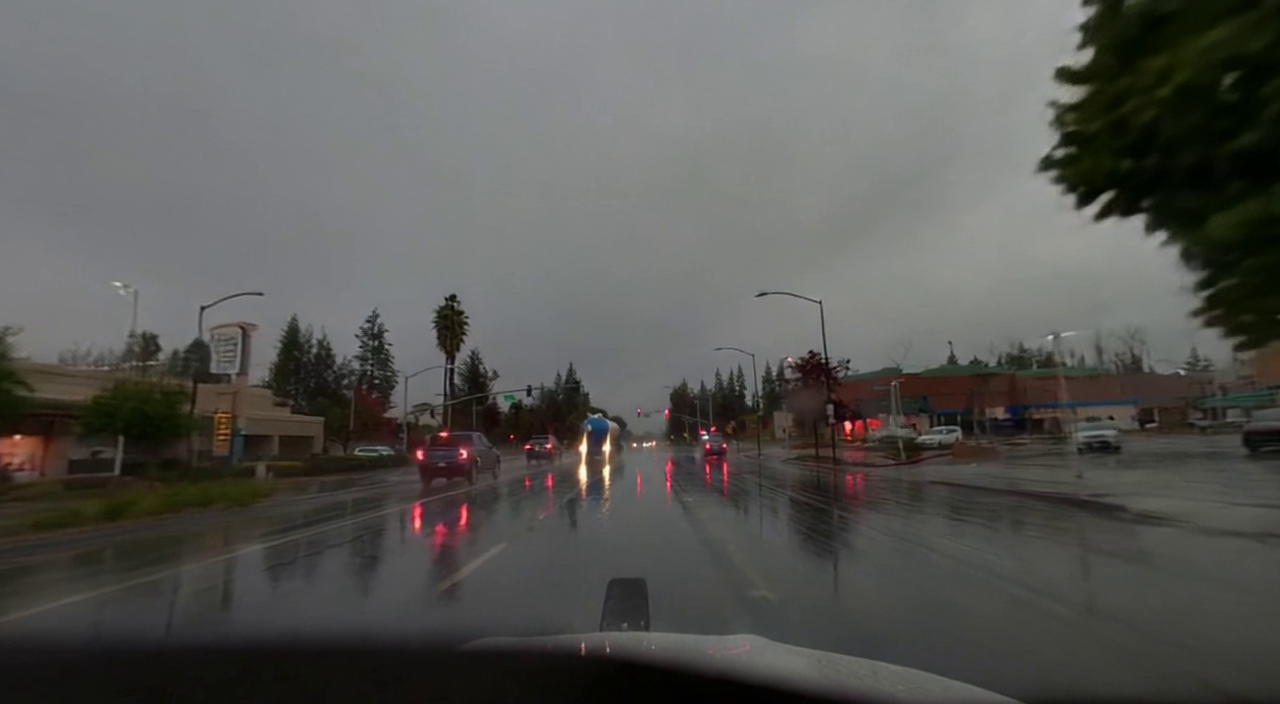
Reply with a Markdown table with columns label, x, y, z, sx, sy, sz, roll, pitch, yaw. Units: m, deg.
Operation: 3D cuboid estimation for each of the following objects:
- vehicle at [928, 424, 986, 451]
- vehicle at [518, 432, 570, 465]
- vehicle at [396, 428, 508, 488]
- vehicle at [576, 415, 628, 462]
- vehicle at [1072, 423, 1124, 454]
| label | x | y | z | sx | sy | sz | roll | pitch | yaw |
| --- | --- | --- | --- | --- | --- | --- | --- | --- | --- |
| vehicle | 23.940 | 6.447 | 47.439 | 2.380 | 1.890 | 5.620 | -7 | -11 | 42 |
| vehicle | -6.063 | 6.179 | 40.551 | 2.375 | 1.989 | 5.497 | 0 | -8 | 1 |
| vehicle | -6.101 | 3.496 | 21.137 | 2.179 | 1.750 | 4.621 | 0 | -8 | 2 |
| vehicle | -2.579 | 6.624 | 47.931 | 2.841 | 3.004 | 14.901 | 0 | -8 | 1 |
| vehicle | 23.659 | 4.441 | 32.547 | 1.924 | 1.467 | 4.572 | -7 | -10 | 36 |
